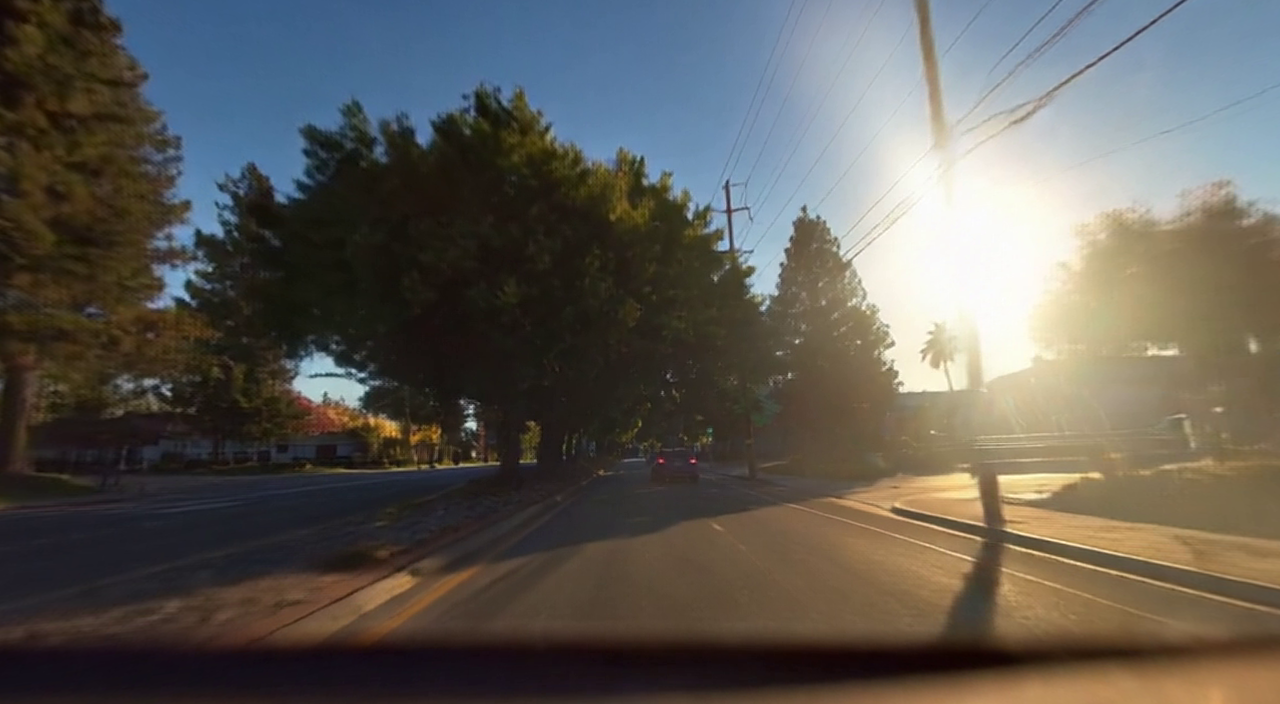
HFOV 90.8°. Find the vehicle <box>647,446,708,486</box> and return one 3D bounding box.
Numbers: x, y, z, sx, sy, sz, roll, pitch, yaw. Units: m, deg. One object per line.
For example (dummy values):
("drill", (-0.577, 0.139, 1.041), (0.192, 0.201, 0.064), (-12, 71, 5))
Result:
("vehicle", (1.440, 4.629, 26.019), (2.061, 1.475, 4.296), (0, -8, -3))
